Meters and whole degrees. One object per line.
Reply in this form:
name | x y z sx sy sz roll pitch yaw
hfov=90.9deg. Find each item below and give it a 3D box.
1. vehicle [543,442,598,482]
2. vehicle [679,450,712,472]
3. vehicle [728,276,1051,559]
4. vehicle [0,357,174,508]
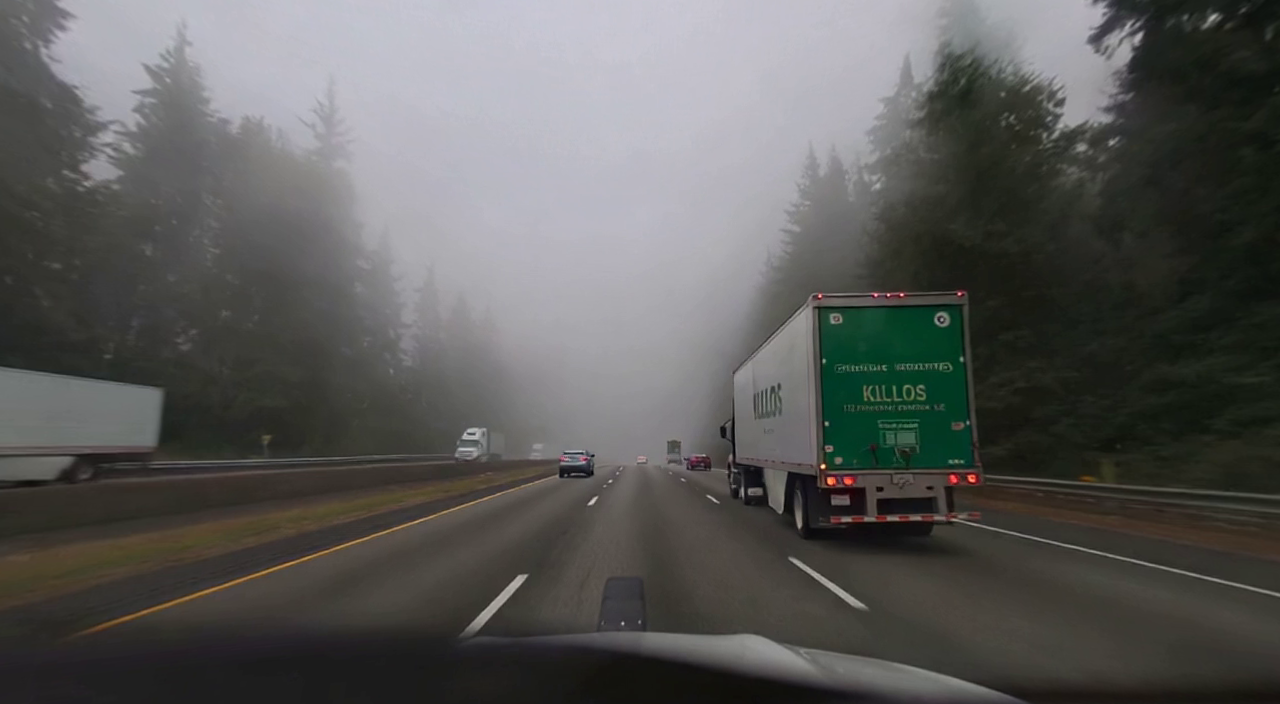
vehicle | -3.129 5.085 29.345 2.017 1.683 4.309 0 -9 1
vehicle | 4.231 8.341 48.286 2.176 1.598 3.878 0 -9 0
vehicle | 4.234 1.726 14.428 2.914 3.998 11.103 0 -9 1
vehicle | -20.079 2.202 17.420 2.976 4.305 14.763 0 -9 1
